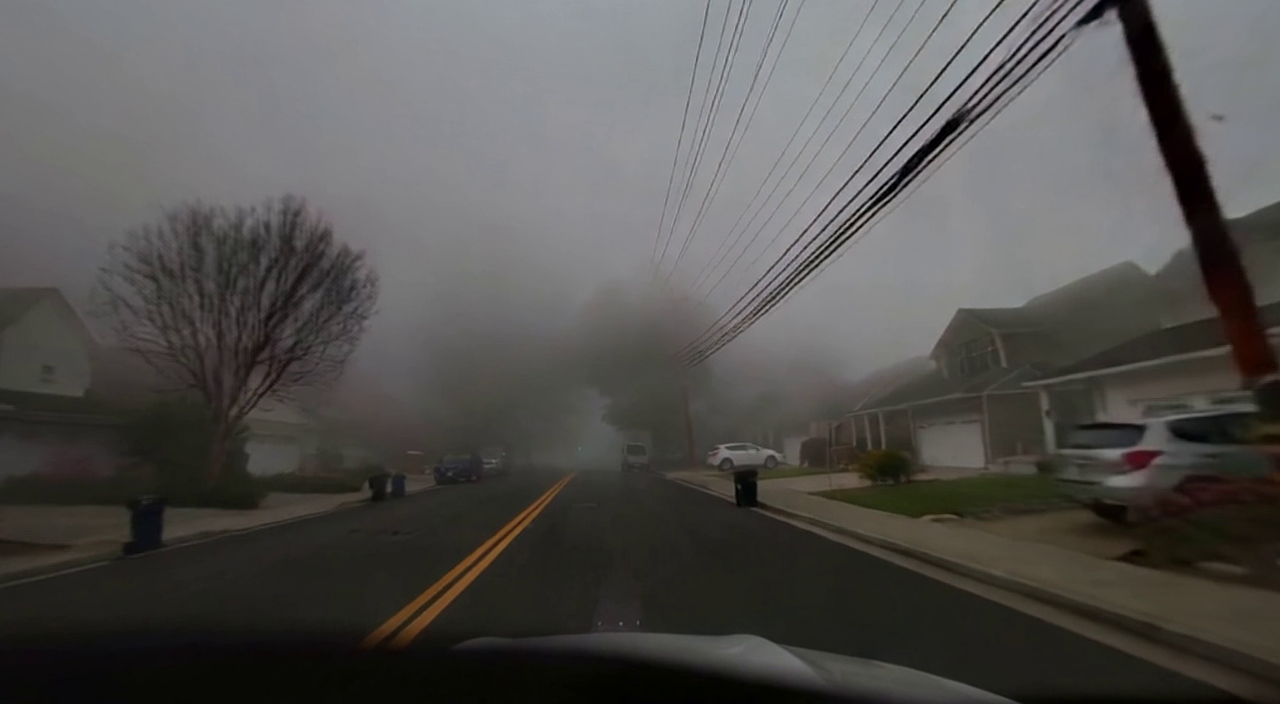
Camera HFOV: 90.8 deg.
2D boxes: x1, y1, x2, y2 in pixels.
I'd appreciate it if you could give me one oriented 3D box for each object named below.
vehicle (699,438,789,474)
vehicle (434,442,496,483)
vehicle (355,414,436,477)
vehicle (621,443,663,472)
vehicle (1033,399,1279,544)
[{"bbox_3d":[5.825,5.903,35.722,4.489,1.812,2.056,0,-14,-8],"label":"vehicle"},{"bbox_3d":[-8.512,5.500,31.110,2.046,1.777,4.473,-2,-12,-4],"label":"vehicle"},{"bbox_3d":[-13.826,5.407,36.484,2.781,3.221,7.995,2,-9,-10],"label":"vehicle"},{"bbox_3d":[0.042,7.461,44.850,2.203,1.952,5.111,2,-9,-9],"label":"vehicle"},{"bbox_3d":[8.502,1.632,9.090,4.337,1.768,1.962,-1,-9,-3],"label":"vehicle"}]
